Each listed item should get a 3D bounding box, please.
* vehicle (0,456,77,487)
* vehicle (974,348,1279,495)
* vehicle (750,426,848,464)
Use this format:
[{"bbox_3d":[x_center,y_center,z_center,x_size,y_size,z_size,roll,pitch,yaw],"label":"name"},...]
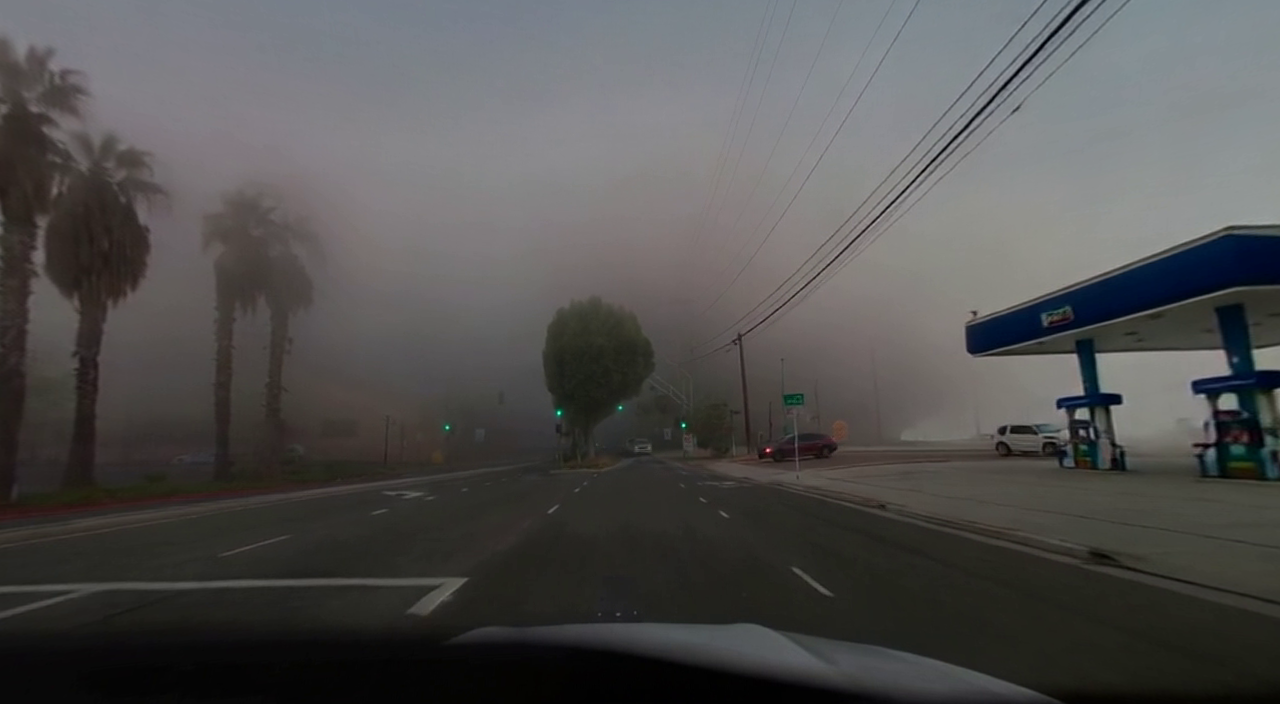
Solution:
[{"bbox_3d":[-36.319,7.001,37.324,1.917,1.684,4.567,0,-9,-2],"label":"vehicle"},{"bbox_3d":[13.422,2.072,17.079,2.944,2.783,10.332,0,-9,-1],"label":"vehicle"},{"bbox_3d":[9.648,5.640,38.141,6.059,2.082,2.703,7,-11,-41],"label":"vehicle"}]
